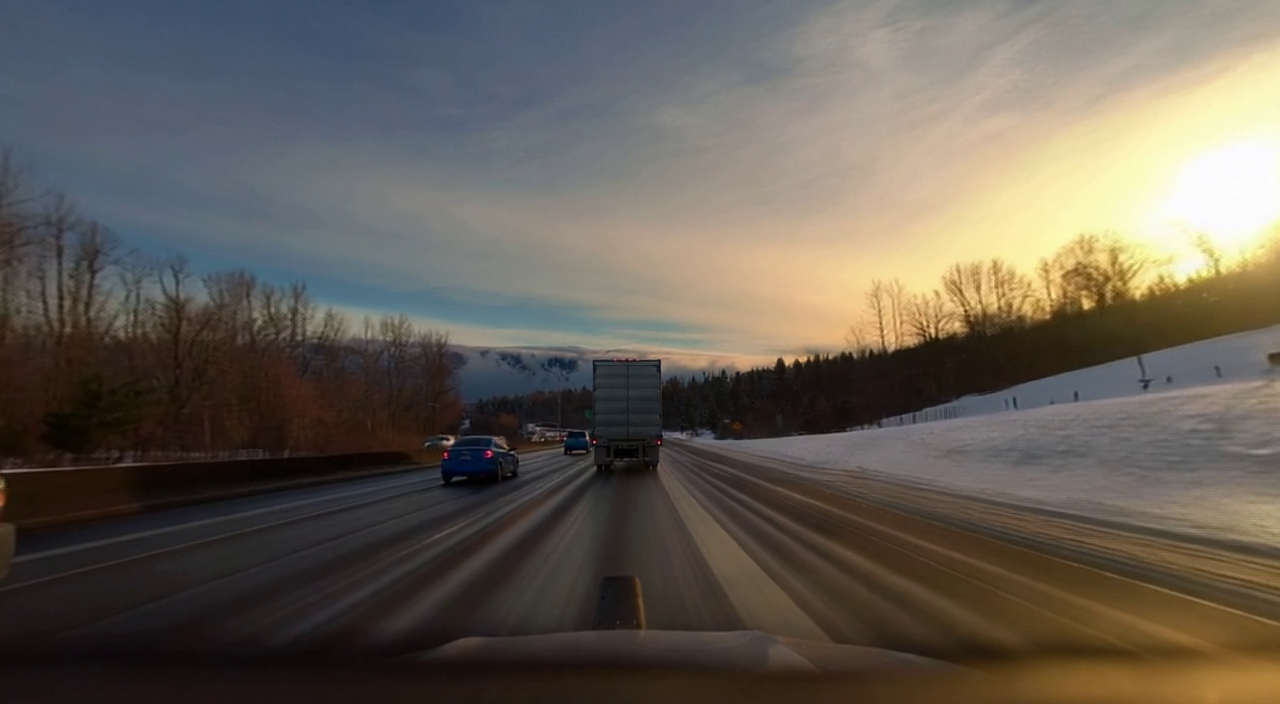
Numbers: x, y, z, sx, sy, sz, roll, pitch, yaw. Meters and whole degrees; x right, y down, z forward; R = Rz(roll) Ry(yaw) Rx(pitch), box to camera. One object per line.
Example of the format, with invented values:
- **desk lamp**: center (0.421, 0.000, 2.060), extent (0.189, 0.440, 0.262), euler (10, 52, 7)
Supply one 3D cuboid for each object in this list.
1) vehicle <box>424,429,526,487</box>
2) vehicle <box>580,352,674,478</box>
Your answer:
- **vehicle**: center (-4.832, 3.147, 19.106), extent (1.931, 1.539, 4.441), euler (0, -8, 0)
- **vehicle**: center (-0.525, 2.671, 25.199), extent (2.953, 4.041, 10.072), euler (0, -8, -1)
